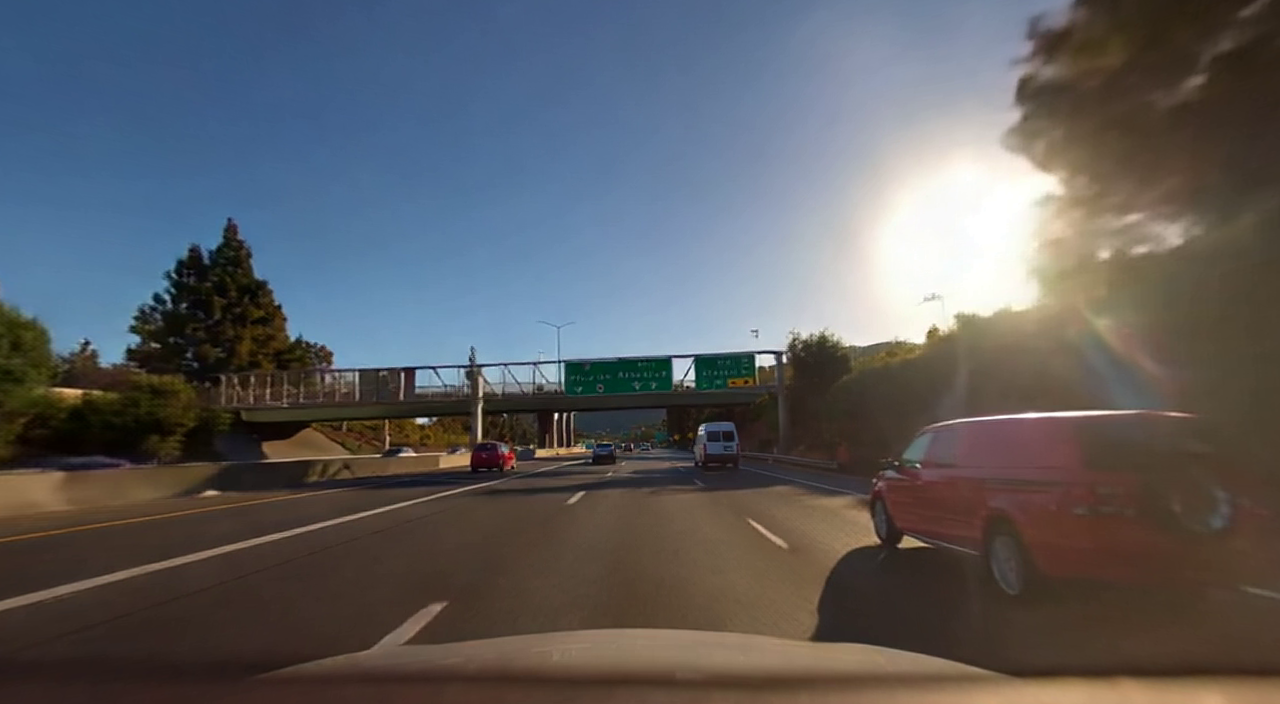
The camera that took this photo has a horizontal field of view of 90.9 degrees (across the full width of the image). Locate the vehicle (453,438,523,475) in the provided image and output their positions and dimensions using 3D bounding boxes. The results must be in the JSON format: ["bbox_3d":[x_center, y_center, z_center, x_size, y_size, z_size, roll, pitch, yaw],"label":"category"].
[{"bbox_3d":[-7.138,4.958,30.121,2.068,1.632,4.623,-1,-8,2],"label":"vehicle"}]

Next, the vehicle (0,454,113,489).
[{"bbox_3d":[-29.051,5.811,31.076,1.959,1.493,4.797,0,-8,0],"label":"vehicle"}]

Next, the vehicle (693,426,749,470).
[{"bbox_3d":[4.372,5.298,34.841,2.347,2.234,5.352,0,-8,0],"label":"vehicle"}]

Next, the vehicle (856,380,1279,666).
[{"bbox_3d":[3.936,1.347,6.089,2.100,1.690,4.536,0,-8,0],"label":"vehicle"}]
